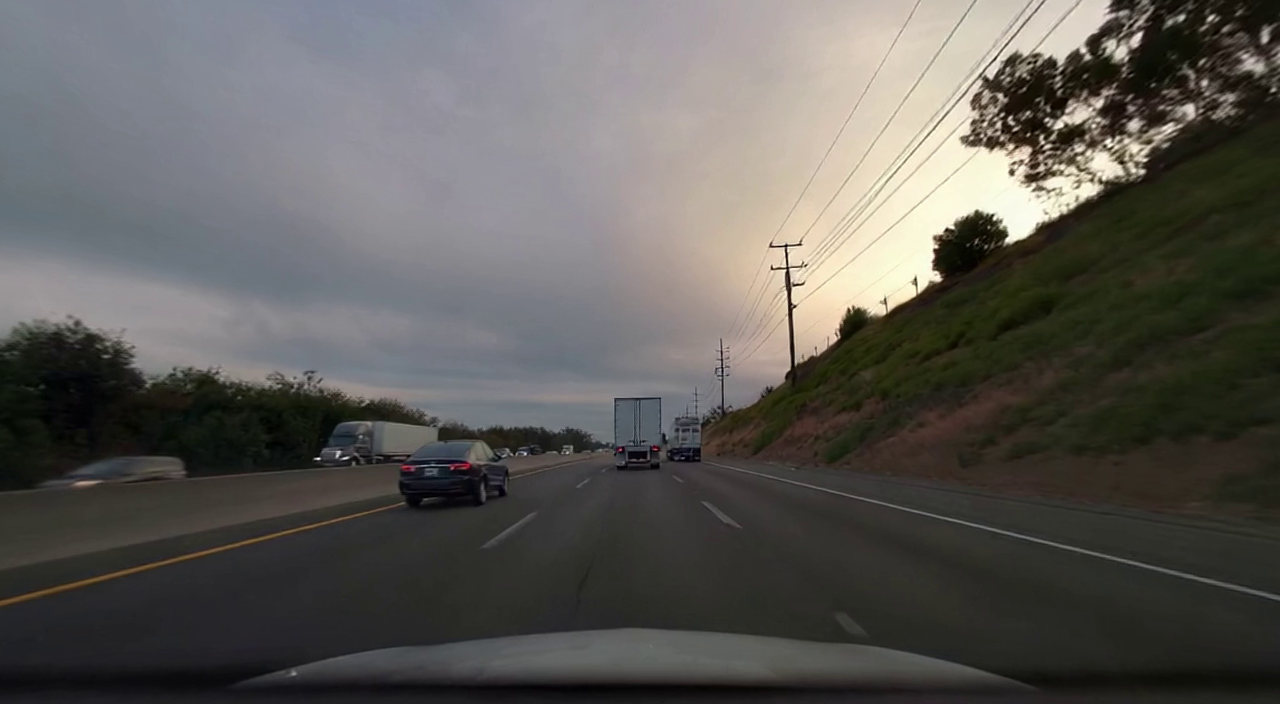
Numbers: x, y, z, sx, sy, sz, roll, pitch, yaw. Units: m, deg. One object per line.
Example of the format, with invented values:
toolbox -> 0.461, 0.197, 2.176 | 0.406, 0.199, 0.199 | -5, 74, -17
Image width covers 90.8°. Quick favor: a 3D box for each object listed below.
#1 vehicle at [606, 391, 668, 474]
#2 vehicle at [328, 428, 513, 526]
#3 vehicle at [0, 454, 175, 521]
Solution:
vehicle -> -0.143, 4.778, 36.420 | 2.985, 4.025, 10.982 | 0, -9, 0
vehicle -> -4.220, 2.487, 13.129 | 2.170, 1.657, 4.573 | 0, -9, 0
vehicle -> -15.387, 3.568, 17.206 | 1.920, 1.529, 4.504 | 0, -9, 0
